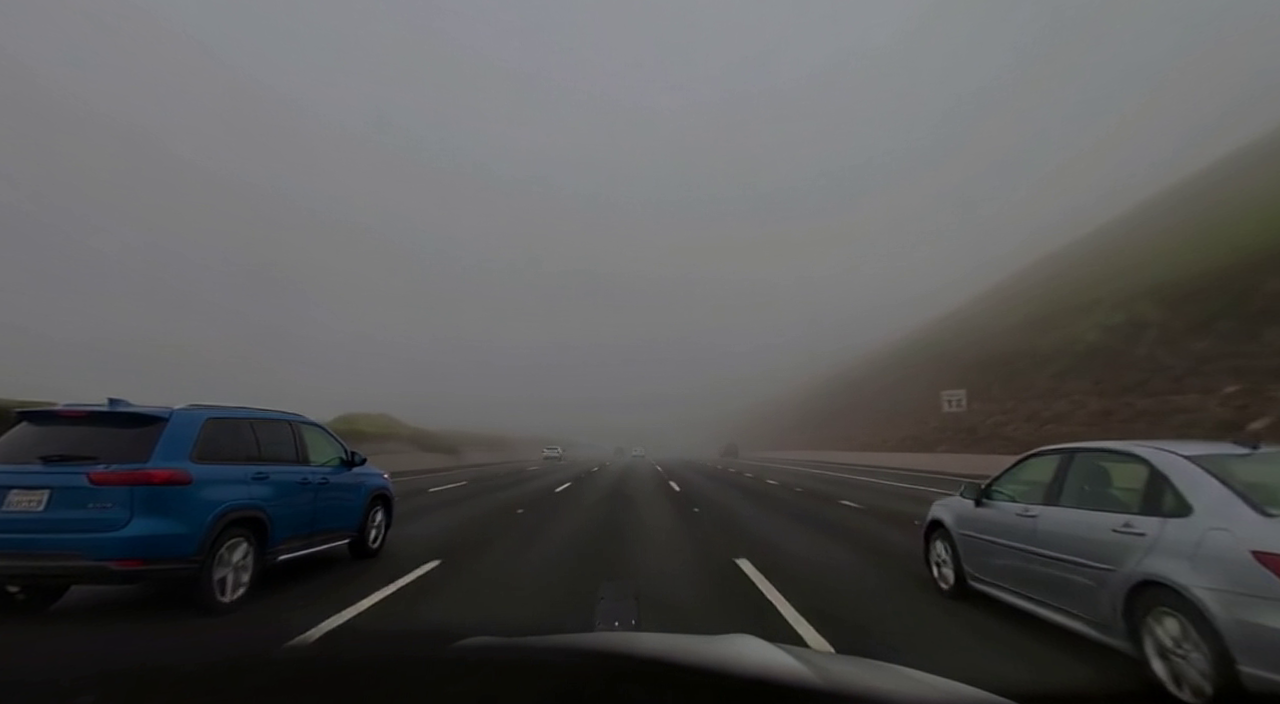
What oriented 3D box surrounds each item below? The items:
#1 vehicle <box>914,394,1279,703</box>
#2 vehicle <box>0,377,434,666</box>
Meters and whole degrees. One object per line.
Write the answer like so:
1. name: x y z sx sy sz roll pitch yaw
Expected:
1. vehicle: 3.643 1.117 3.950 1.847 1.493 4.303 0 -8 -1
2. vehicle: -3.836 1.350 6.175 2.047 1.715 4.689 0 -8 0
